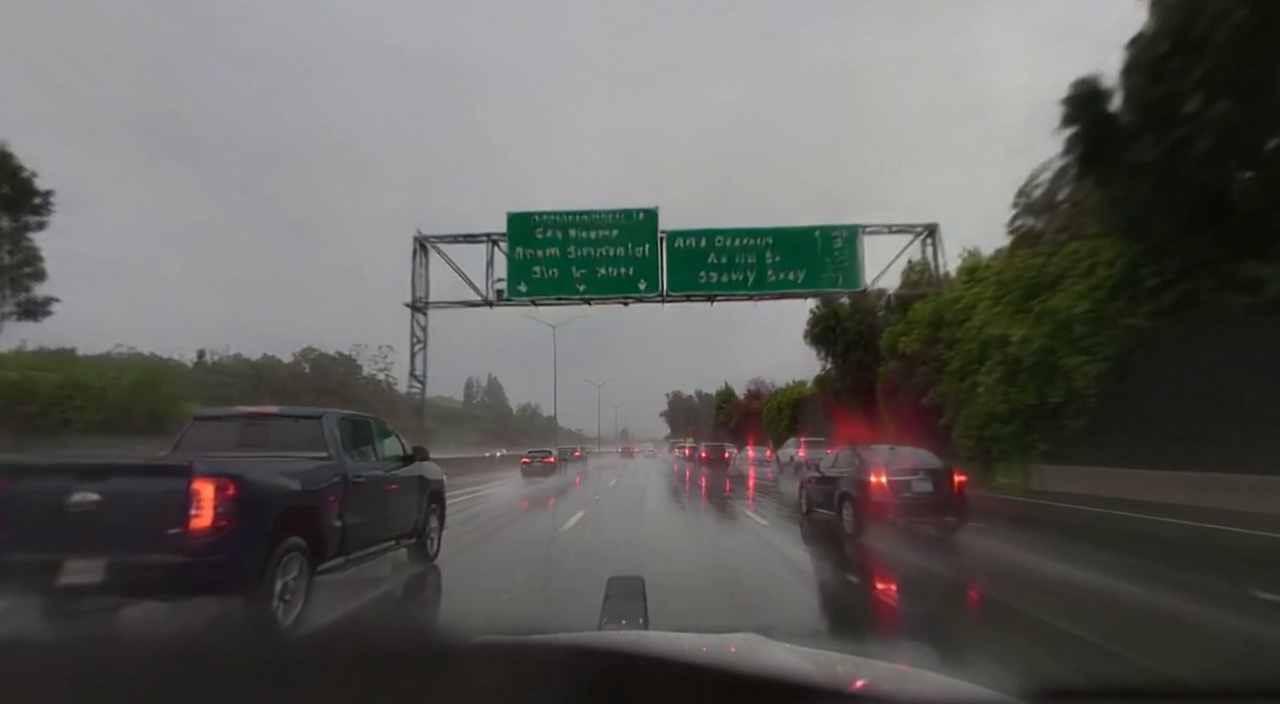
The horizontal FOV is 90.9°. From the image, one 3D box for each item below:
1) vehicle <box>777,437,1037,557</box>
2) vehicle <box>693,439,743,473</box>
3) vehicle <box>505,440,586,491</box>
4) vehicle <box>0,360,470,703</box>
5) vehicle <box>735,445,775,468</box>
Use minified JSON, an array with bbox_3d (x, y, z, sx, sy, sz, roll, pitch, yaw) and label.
[{"bbox_3d":[3.841,2.154,10.277,2.040,1.461,4.822,0,-8,-1],"label":"vehicle"},{"bbox_3d":[4.340,5.876,35.929,2.144,1.752,4.765,0,-8,-1],"label":"vehicle"},{"bbox_3d":[-3.192,3.939,22.343,1.974,1.589,5.047,0,-8,1],"label":"vehicle"},{"bbox_3d":[-3.255,1.264,5.585,2.139,1.764,4.707,0,-8,0],"label":"vehicle"},{"bbox_3d":[7.983,7.291,44.153,1.904,1.473,4.598,0,-8,-1],"label":"vehicle"}]
